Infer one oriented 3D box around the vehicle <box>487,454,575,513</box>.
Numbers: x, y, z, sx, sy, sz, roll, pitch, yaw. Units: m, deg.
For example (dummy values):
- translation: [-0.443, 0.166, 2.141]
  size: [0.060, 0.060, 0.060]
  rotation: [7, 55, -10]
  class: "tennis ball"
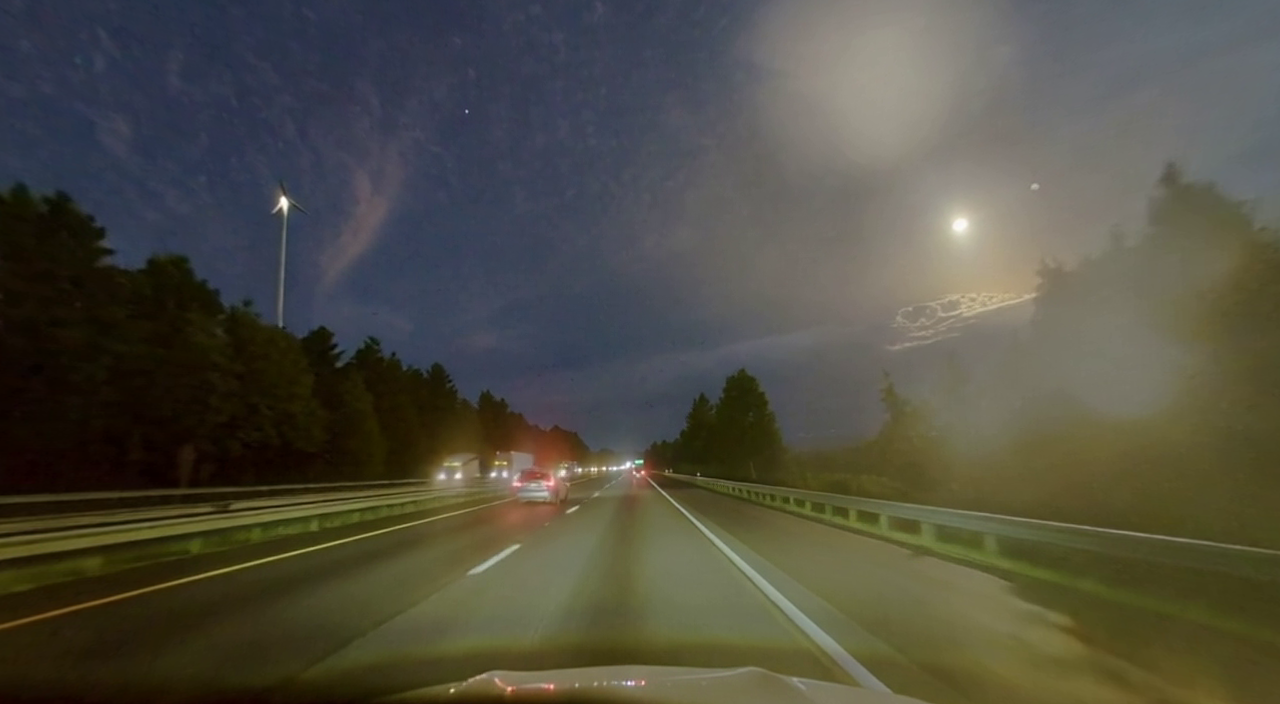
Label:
- translation: [-3.508, 4.386, 21.265]
  size: [2.124, 1.705, 4.440]
  rotation: [1, -11, 1]
  class: "vehicle"
